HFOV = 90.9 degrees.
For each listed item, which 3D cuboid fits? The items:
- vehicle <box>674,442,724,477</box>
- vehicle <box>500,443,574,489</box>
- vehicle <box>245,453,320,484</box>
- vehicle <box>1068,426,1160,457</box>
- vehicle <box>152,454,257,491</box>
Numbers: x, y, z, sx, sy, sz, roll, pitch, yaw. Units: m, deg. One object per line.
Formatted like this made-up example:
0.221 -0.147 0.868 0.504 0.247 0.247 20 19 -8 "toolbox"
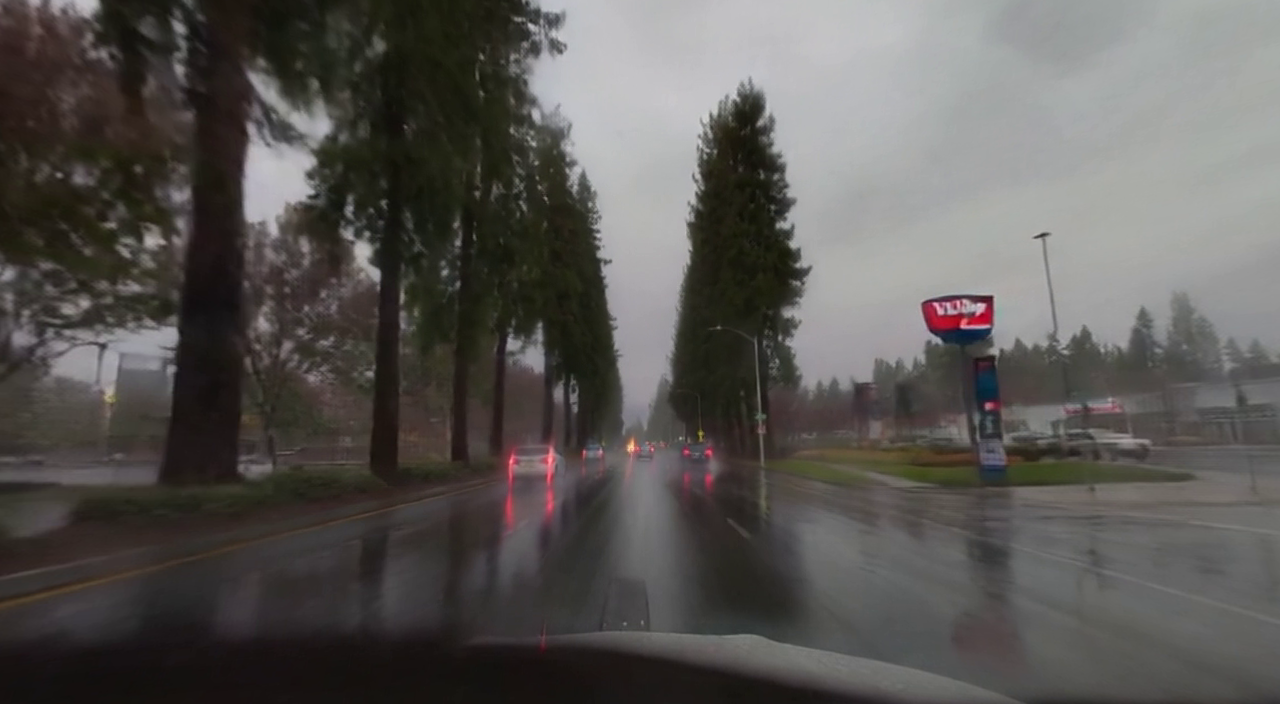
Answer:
2.788 5.207 30.617 1.922 1.579 3.642 0 -9 -2 "vehicle"
-3.692 4.161 23.360 1.908 1.481 4.536 0 -9 1 "vehicle"
-22.526 7.325 39.939 1.958 1.780 4.479 -1 -9 3 "vehicle"
26.276 4.983 35.144 1.677 1.591 4.298 -1 -8 -1 "vehicle"
-22.775 6.301 33.250 2.040 1.757 4.730 0 -9 1 "vehicle"
